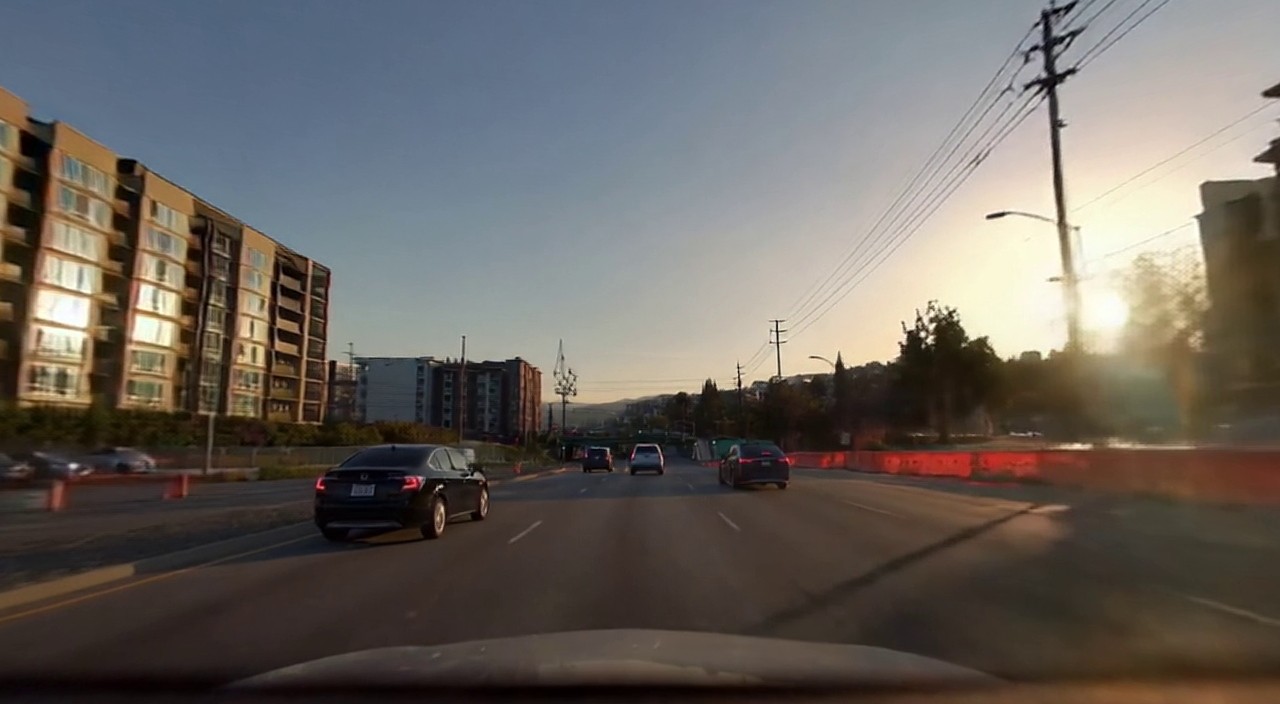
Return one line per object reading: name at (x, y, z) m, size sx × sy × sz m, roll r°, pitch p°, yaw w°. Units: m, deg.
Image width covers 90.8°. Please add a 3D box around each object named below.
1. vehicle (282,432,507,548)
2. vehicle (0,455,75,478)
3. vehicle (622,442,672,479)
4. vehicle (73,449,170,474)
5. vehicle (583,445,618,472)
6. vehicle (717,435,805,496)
vehicle at (-3.632, 2.106, 10.341) m, size 1.968 × 1.473 × 4.209 m, roll 0°, pitch -8°, yaw 0°
vehicle at (-36.845, 6.865, 37.829) m, size 4.090 × 1.271 × 1.813 m, roll 1°, pitch -8°, yaw -3°
vehicle at (0.352, 5.353, 31.499) m, size 2.291 × 1.714 × 4.217 m, roll 0°, pitch -8°, yaw 0°
vehicle at (-36.248, 7.634, 44.266) m, size 4.874 × 1.671 × 1.983 m, roll 1°, pitch -8°, yaw -2°
vehicle at (-2.827, 7.688, 46.056) m, size 2.190 × 1.832 × 4.417 m, roll 0°, pitch -8°, yaw 1°
vehicle at (3.849, 3.695, 20.933) m, size 2.029 × 1.797 × 4.218 m, roll 0°, pitch -8°, yaw -1°
